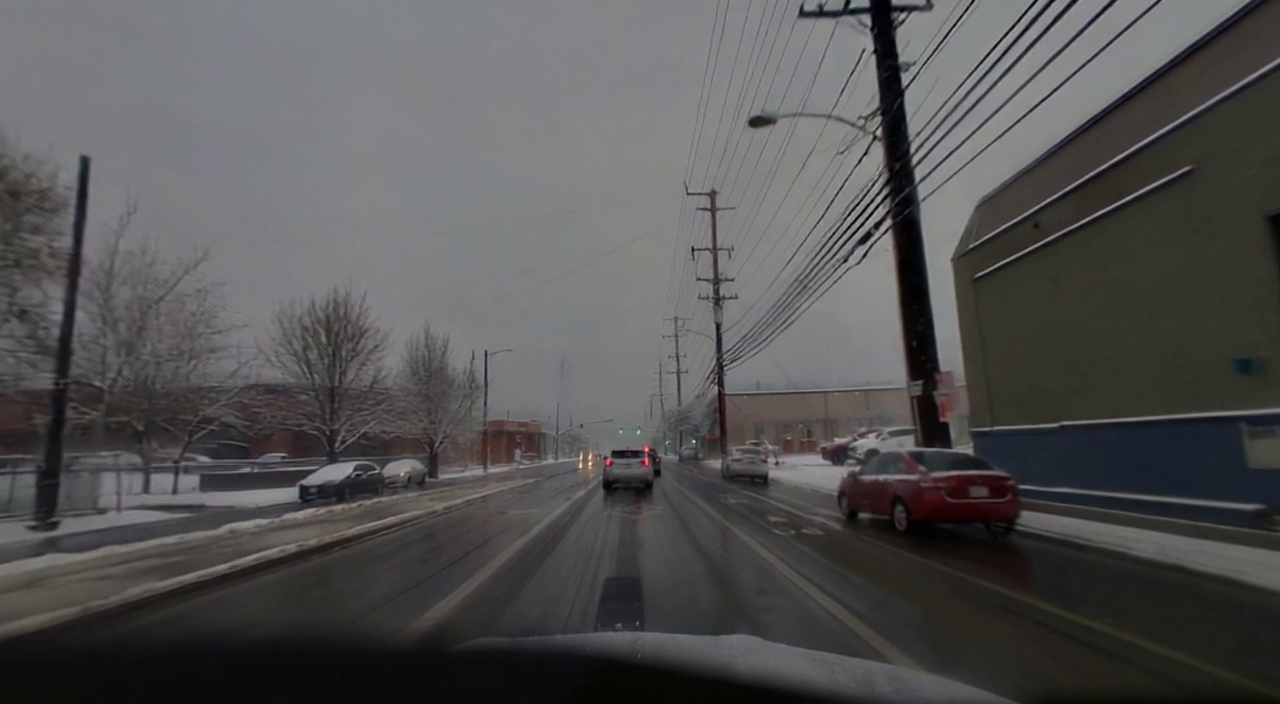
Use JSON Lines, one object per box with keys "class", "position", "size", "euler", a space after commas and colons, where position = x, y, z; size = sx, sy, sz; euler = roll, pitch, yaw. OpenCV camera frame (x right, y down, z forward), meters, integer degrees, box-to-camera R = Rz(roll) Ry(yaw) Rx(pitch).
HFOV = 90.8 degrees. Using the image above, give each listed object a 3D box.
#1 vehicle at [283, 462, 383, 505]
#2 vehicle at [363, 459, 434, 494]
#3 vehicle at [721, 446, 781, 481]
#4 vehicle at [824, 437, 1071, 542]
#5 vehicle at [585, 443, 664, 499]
{"class": "vehicle", "position": [-11.836, 5.062, 24.691], "size": [1.828, 1.457, 4.371], "euler": [0, -9, -2]}
{"class": "vehicle", "position": [-11.648, 6.020, 30.817], "size": [1.817, 1.480, 4.282], "euler": [0, -9, 0]}
{"class": "vehicle", "position": [5.098, 5.195, 29.673], "size": [1.937, 1.523, 4.541], "euler": [0, -9, -1]}
{"class": "vehicle", "position": [5.062, 2.329, 11.344], "size": [1.987, 1.459, 4.677], "euler": [0, -9, -1]}
{"class": "vehicle", "position": [-0.436, 3.533, 19.018], "size": [2.116, 1.479, 3.980], "euler": [0, -9, -1]}
